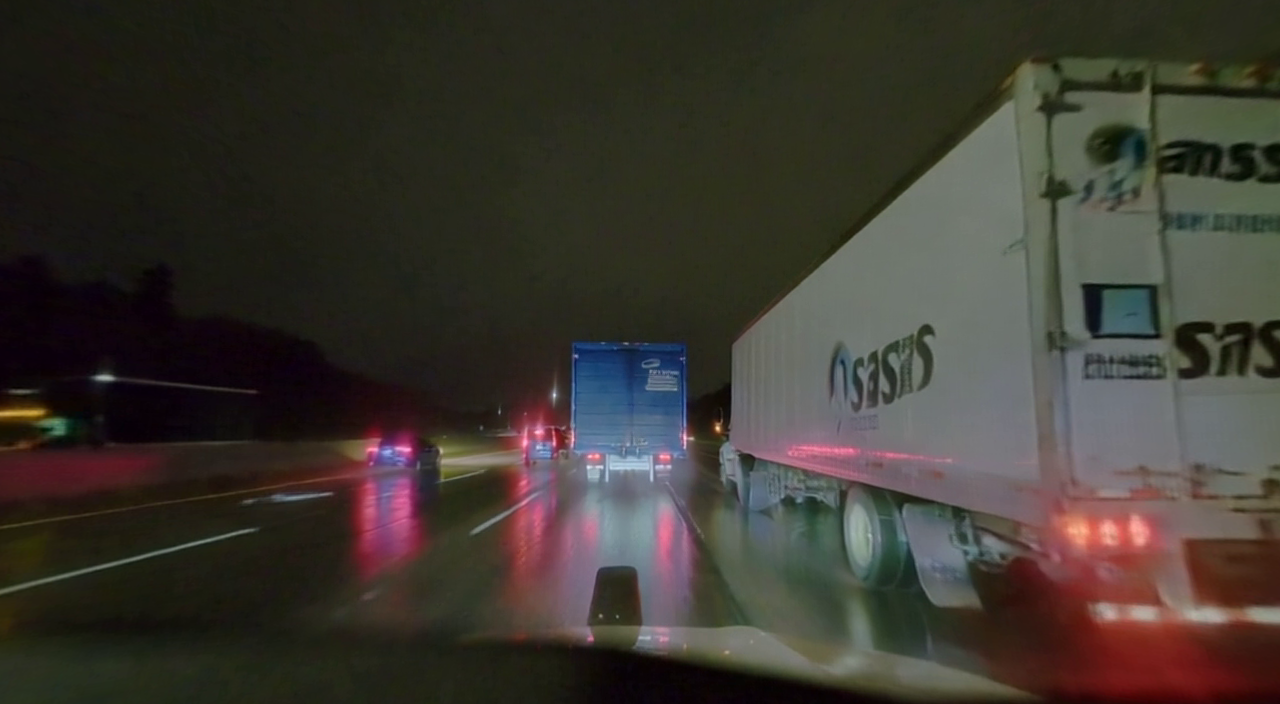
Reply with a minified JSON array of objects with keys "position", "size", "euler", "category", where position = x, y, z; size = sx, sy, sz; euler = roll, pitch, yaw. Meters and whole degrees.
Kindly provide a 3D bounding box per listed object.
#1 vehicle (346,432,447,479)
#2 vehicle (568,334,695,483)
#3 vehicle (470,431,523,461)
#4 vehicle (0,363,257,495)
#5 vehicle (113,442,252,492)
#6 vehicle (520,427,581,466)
[{"position":[-8.350,3.559,21.988],"size":[1.940,1.488,3.976],"euler":[0,-8,0],"category":"vehicle"},{"position":[-0.314,2.246,22.705],"size":[3.442,4.106,10.719],"euler":[0,-8,-1],"category":"vehicle"},{"position":[-8.106,5.346,35.947],"size":[1.981,1.574,4.561],"euler":[0,-8,0],"category":"vehicle"},{"position":[-19.712,3.018,24.289],"size":[3.034,3.950,10.763],"euler":[0,-8,0],"category":"vehicle"},{"position":[-16.004,3.992,22.312],"size":[1.886,1.538,4.033],"euler":[0,-8,0],"category":"vehicle"},{"position":[-4.197,4.504,30.235],"size":[2.168,1.671,4.888],"euler":[0,-8,1],"category":"vehicle"}]
